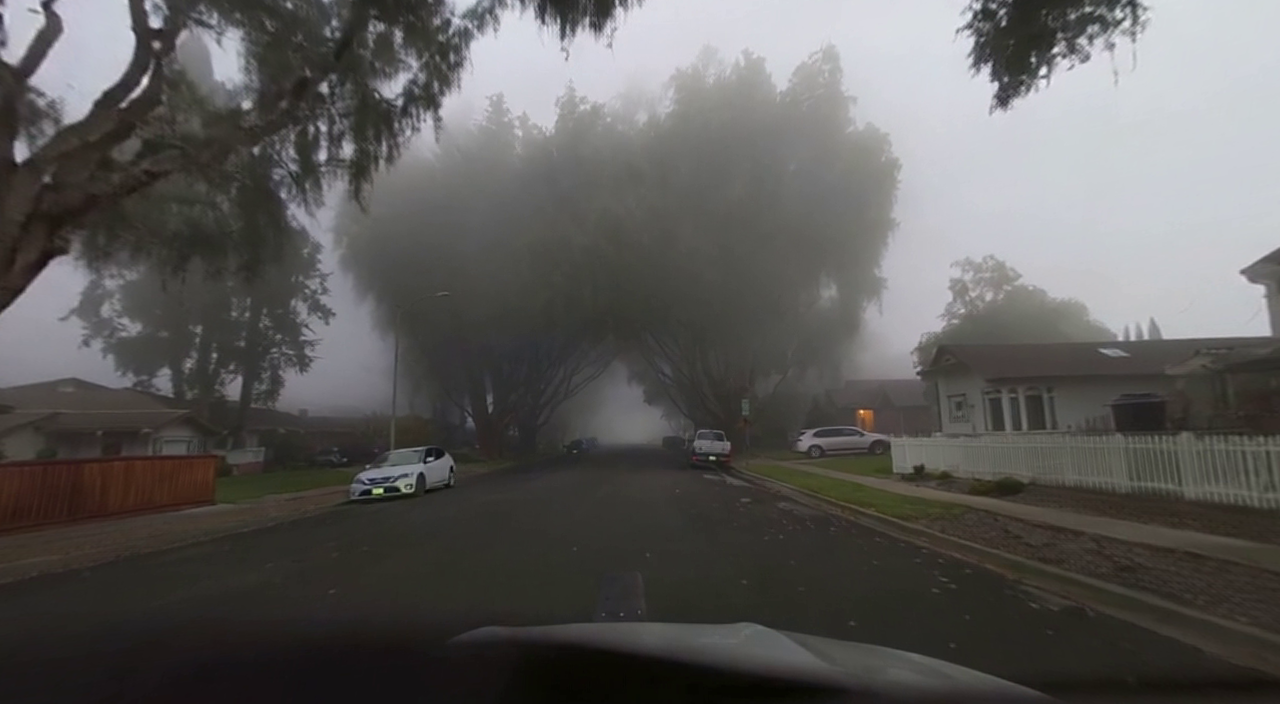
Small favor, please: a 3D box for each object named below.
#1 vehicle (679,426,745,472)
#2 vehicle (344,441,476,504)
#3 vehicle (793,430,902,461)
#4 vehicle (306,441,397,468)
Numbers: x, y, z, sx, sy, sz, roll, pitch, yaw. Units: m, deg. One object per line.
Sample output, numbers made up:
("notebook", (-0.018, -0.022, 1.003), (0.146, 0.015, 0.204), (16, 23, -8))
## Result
("vehicle", (3.126, 4.378, 28.587), (2.241, 1.875, 5.059), (0, -8, -1))
("vehicle", (-6.428, 3.377, 18.243), (2.099, 1.399, 4.357), (-4, -8, 1))
("vehicle", (10.408, 4.769, 32.111), (5.041, 1.486, 1.969), (-2, -9, 14))
("vehicle", (-16.286, 5.809, 35.783), (4.276, 1.463, 1.832), (-1, -8, 7))
